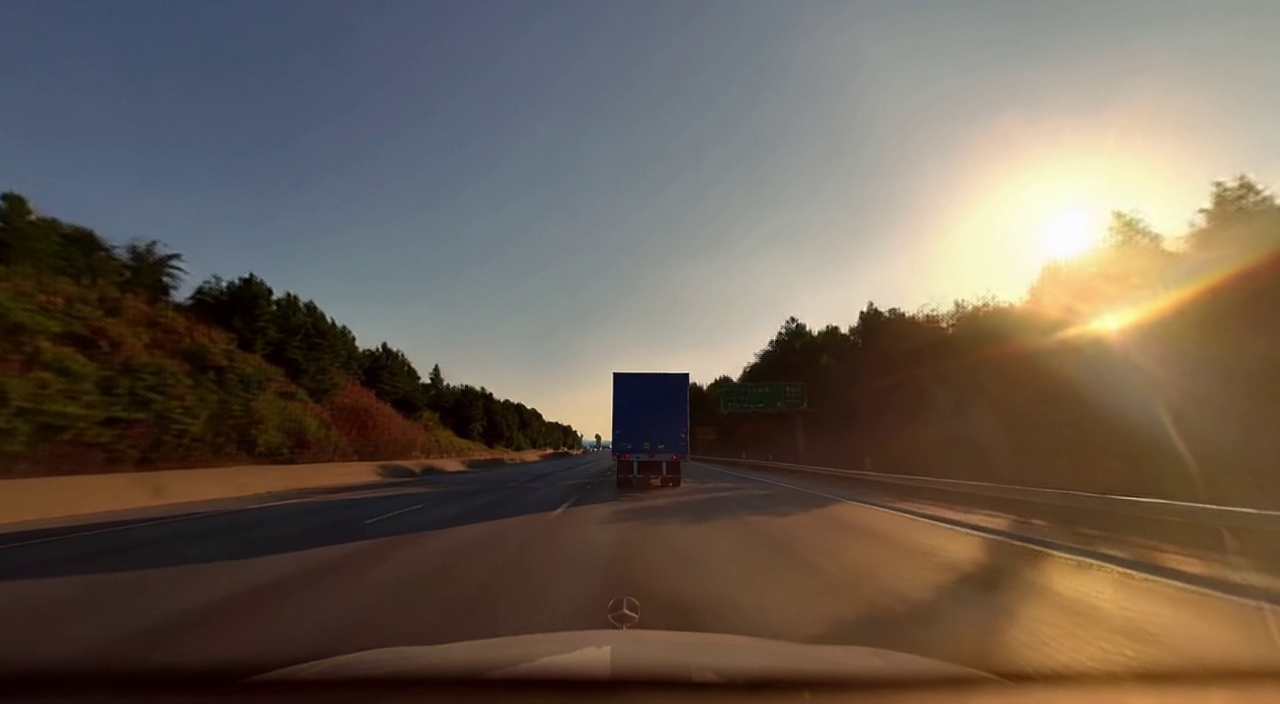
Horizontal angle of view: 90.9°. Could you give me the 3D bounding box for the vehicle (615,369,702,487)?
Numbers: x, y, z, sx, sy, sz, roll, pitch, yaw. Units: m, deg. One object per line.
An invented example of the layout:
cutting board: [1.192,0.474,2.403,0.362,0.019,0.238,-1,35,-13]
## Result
vehicle: [0.551,3.314,26.350,2.898,3.973,10.063,0,-9,-1]
